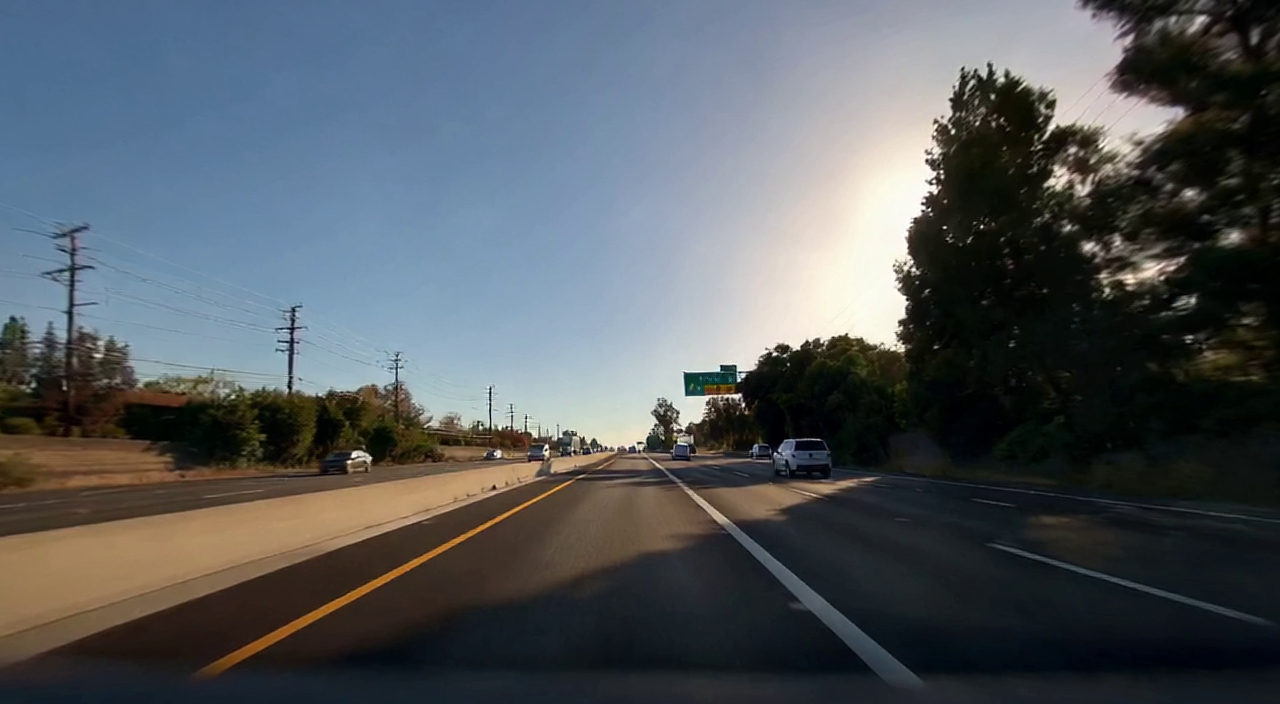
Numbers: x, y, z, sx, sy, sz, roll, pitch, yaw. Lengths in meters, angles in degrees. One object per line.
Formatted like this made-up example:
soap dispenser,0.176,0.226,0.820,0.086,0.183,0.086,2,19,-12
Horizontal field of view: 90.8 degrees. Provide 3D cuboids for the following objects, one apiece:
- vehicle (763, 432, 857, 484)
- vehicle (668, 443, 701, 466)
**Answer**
vehicle,6.671,4.224,25.547,2.244,1.858,5.414,0,-9,-1
vehicle,3.202,7.518,46.640,2.018,1.600,4.121,0,-9,-2
